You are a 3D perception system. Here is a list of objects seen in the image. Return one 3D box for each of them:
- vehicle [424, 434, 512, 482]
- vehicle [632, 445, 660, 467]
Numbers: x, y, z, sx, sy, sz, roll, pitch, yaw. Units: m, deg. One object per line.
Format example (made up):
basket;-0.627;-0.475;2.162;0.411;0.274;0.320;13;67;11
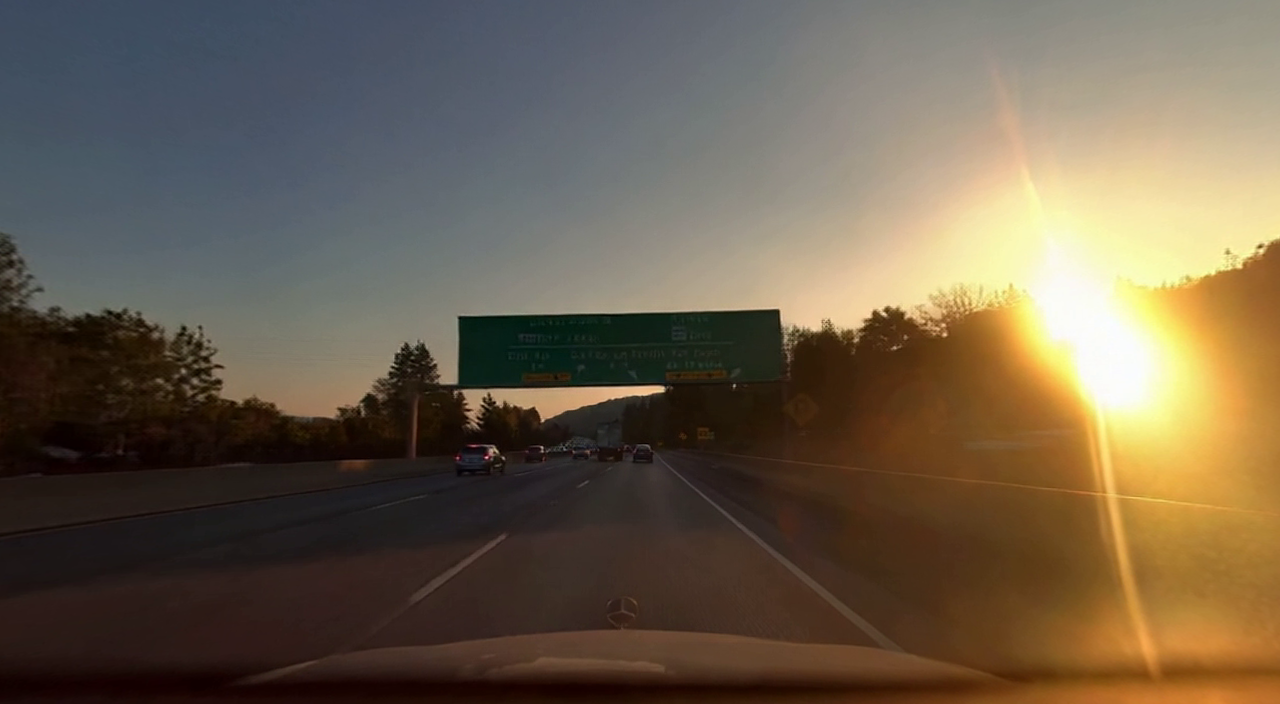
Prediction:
vehicle;-7.150;4.472;26.875;2.115;1.778;5.572;0;-9;1
vehicle;0.463;7.426;45.170;1.931;1.528;4.126;0;-9;1
